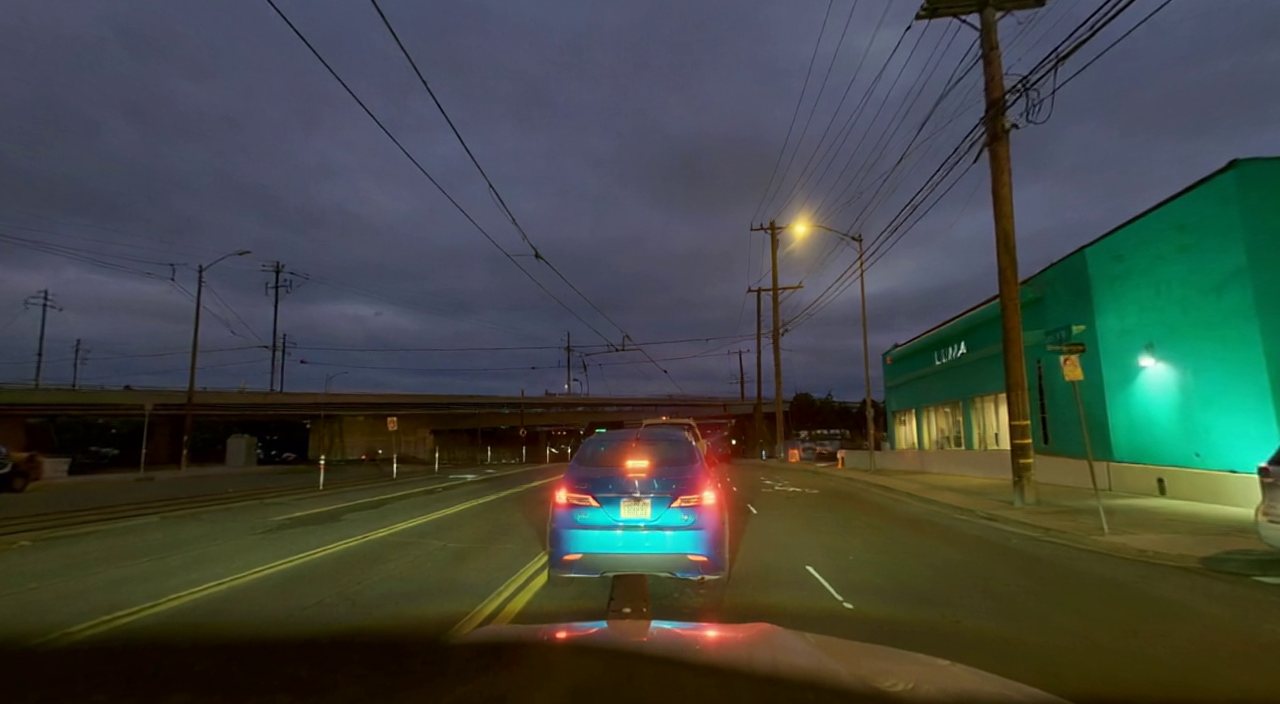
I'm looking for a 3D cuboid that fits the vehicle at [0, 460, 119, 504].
[{"bbox_3d":[-21.944,4.678,22.828,4.566,1.453,1.935,-1,-9,5],"label":"vehicle"}]

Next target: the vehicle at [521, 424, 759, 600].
[{"bbox_3d":[0.086,1.714,7.613,2.090,1.518,4.033,-1,-9,3],"label":"vehicle"}]
